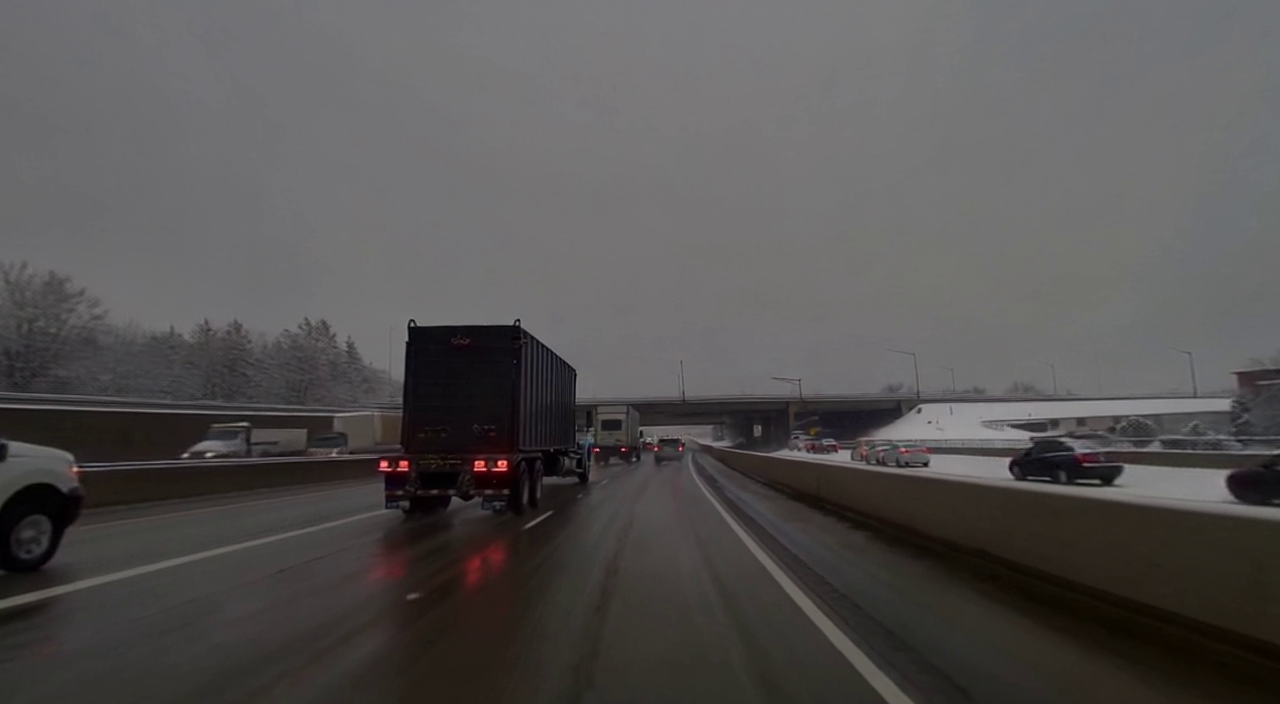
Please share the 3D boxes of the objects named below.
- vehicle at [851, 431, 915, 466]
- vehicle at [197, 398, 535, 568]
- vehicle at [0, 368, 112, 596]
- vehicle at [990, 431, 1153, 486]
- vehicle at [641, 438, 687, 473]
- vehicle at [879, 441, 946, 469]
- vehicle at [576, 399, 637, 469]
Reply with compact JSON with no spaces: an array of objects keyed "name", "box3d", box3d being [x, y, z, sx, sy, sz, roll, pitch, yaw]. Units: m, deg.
[{"name":"vehicle","box3d":[15.684,6.289,41.095,2.241,2.052,5.864,-1,-9,5]},{"name":"vehicle","box3d":[-3.271,1.664,8.588,2.896,1.779,3.441,0,-9,3]},{"name":"vehicle","box3d":[-6.736,0.913,4.005,2.323,1.959,5.038,0,-9,0]},{"name":"vehicle","box3d":[14.286,3.559,21.307,2.237,1.656,4.676,0,-9,1]},{"name":"vehicle","box3d":[1.230,5.208,31.958,2.178,1.640,4.071,-1,-9,3]},{"name":"vehicle","box3d":[15.187,5.757,35.389,1.859,1.452,4.749,-1,-9,4]},{"name":"vehicle","box3d":[-1.923,5.366,40.514,3.073,3.894,9.782,-1,-9,2]}]
